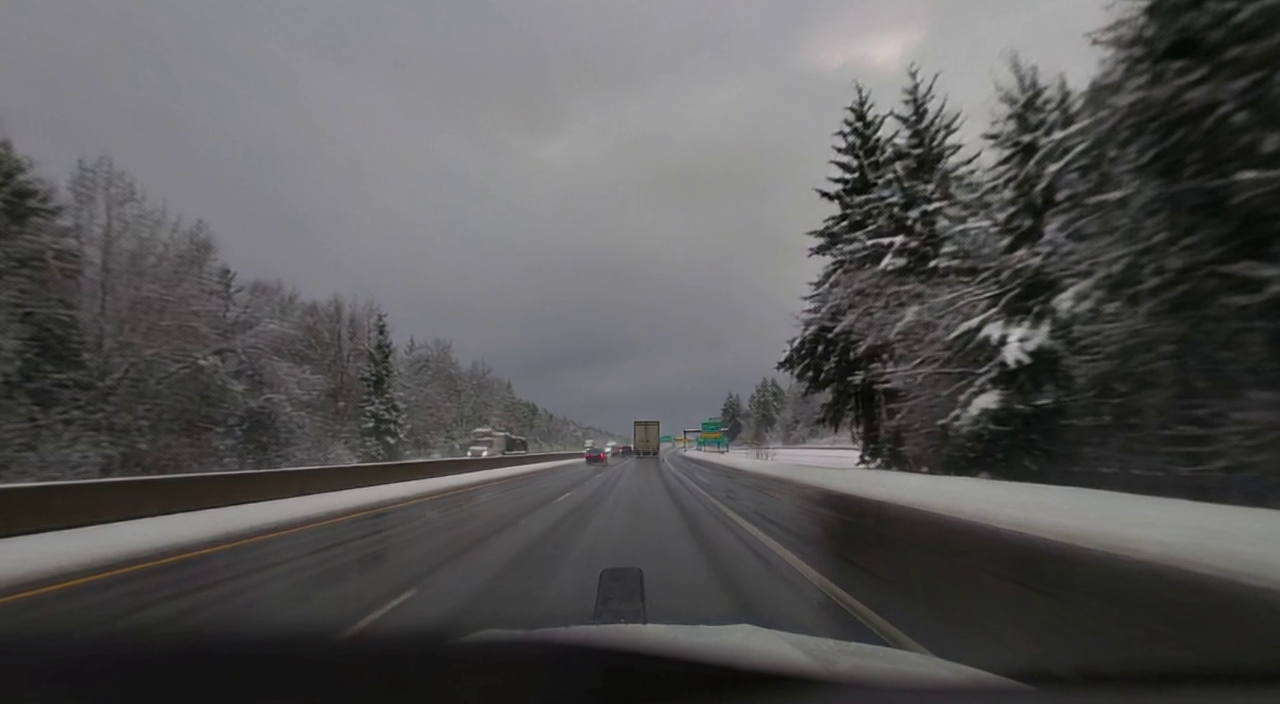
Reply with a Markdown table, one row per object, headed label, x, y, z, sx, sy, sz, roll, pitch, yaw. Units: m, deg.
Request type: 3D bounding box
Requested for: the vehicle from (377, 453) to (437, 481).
| label | x | y | z | sx | sy | sz | roll | pitch | yaw |
| --- | --- | --- | --- | --- | --- | --- | --- | --- | --- |
| vehicle | -13.051 | 6.445 | 35.527 | 1.803 | 1.419 | 3.997 | 0 | -9 | 0 |
